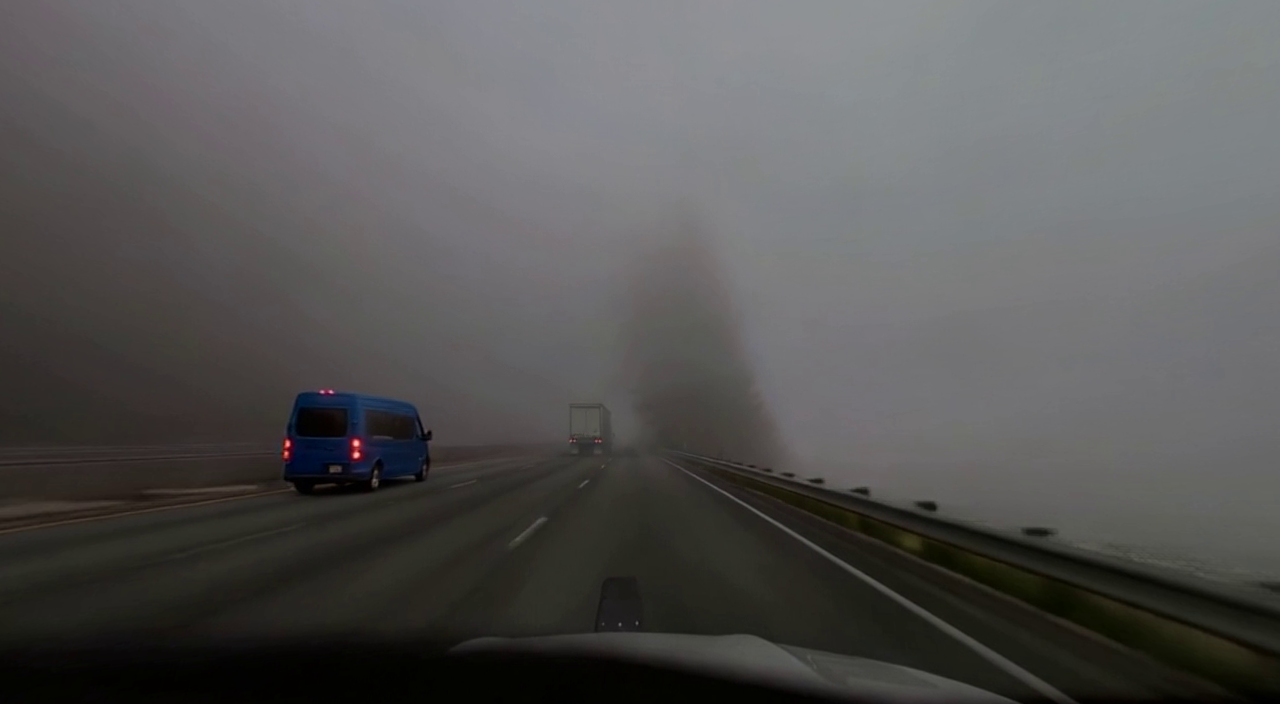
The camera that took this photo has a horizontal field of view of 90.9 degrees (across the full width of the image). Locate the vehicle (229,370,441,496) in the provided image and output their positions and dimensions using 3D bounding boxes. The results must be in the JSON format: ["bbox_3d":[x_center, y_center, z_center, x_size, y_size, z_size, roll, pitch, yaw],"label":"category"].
[{"bbox_3d":[-7.864,2.253,17.490,2.396,2.763,6.935,0,-8,0],"label":"vehicle"}]

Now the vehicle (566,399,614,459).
[{"bbox_3d":[-3.701,6.019,48.840,3.173,4.185,8.360,0,-8,-1],"label":"vehicle"}]
